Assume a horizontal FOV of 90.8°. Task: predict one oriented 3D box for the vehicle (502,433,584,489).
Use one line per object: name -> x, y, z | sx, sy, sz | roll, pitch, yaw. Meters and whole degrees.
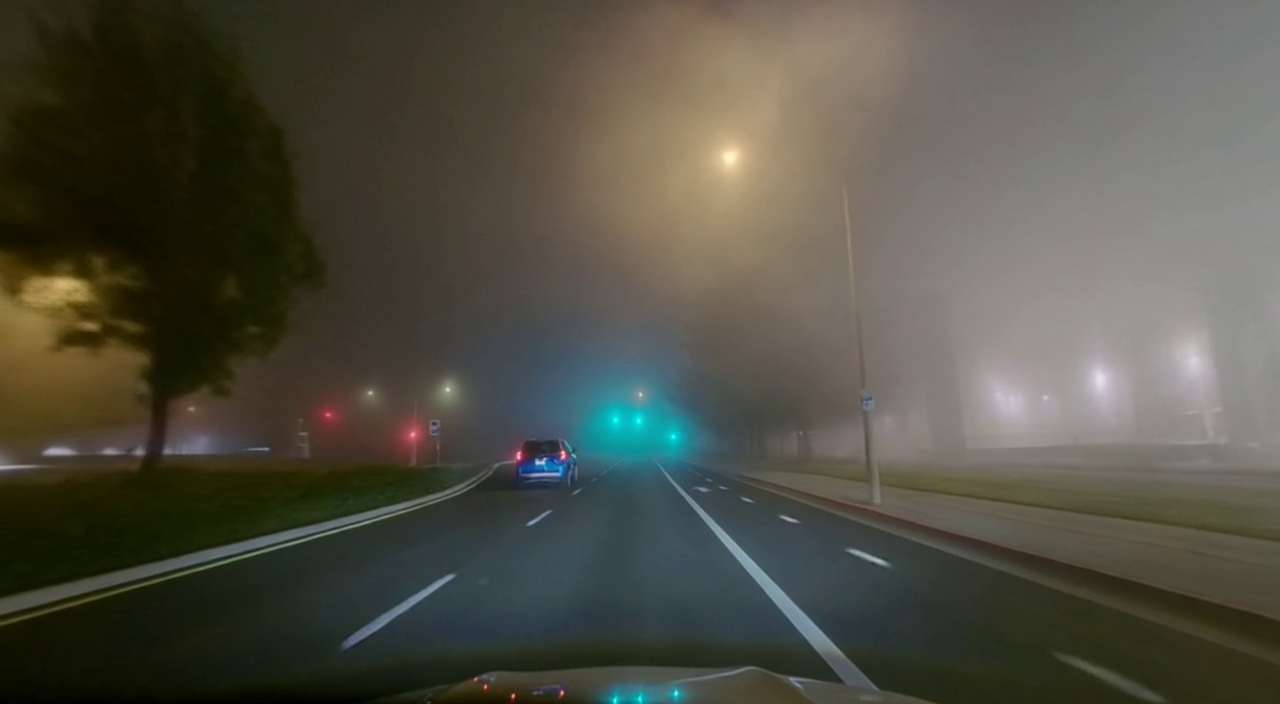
vehicle -> -3.257, 3.772, 22.131 | 2.121, 1.724, 4.392 | 0, -9, 1
